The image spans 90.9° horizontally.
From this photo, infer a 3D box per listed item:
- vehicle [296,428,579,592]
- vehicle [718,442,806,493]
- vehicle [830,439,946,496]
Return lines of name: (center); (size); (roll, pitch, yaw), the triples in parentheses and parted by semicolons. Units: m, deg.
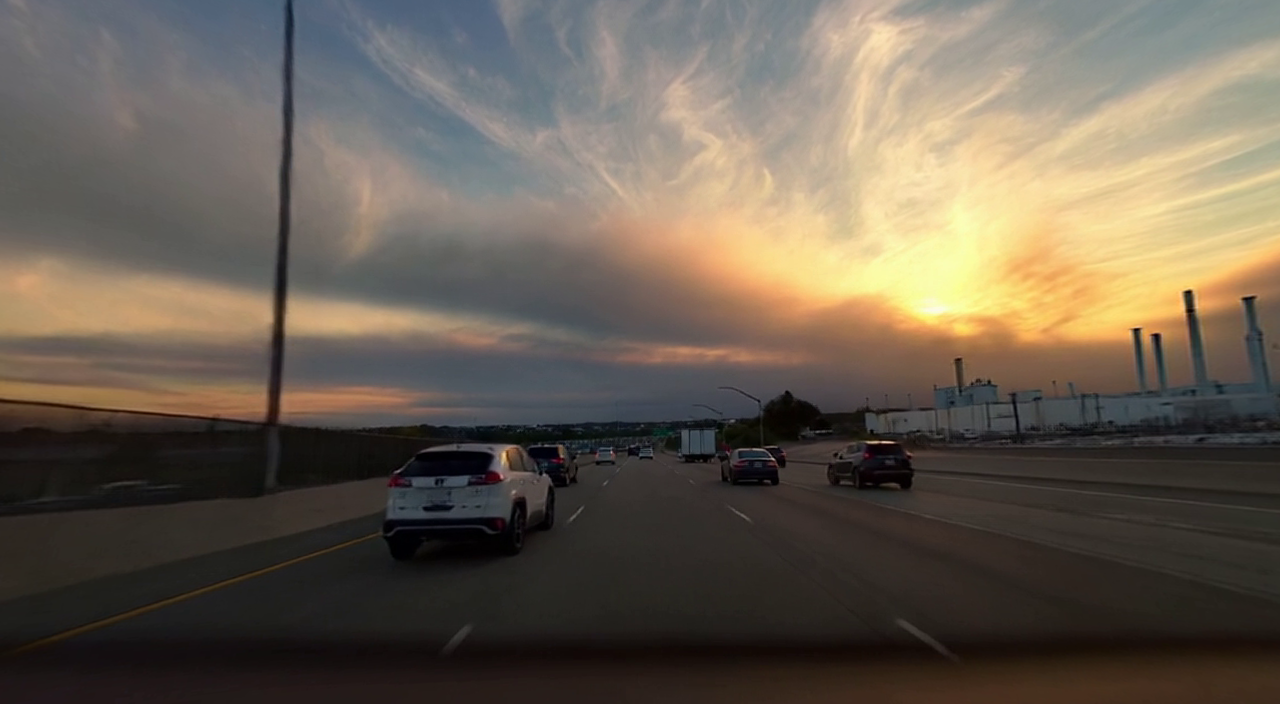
vehicle: (-2.194, 1.878, 8.556); (2.067, 1.555, 4.851); (-1, -8, 2)
vehicle: (3.876, 3.731, 20.822); (1.942, 1.453, 4.329); (0, -8, -1)
vehicle: (7.376, 3.435, 19.240); (1.860, 1.520, 3.961); (0, -8, -1)
